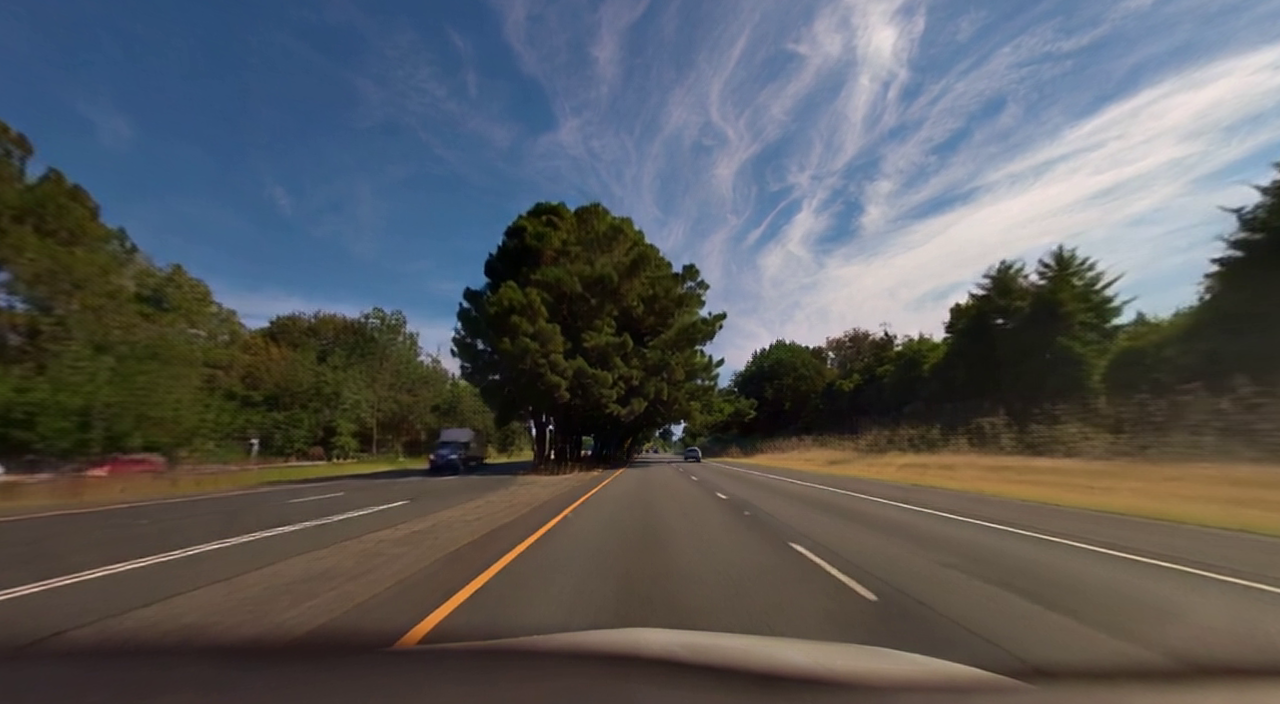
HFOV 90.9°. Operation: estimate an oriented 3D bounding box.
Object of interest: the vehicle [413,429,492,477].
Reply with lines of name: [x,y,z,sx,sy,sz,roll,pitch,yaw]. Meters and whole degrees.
vehicle: [-12.365,6.753,42.279,2.901,2.963,6.971,0,-9,2]
